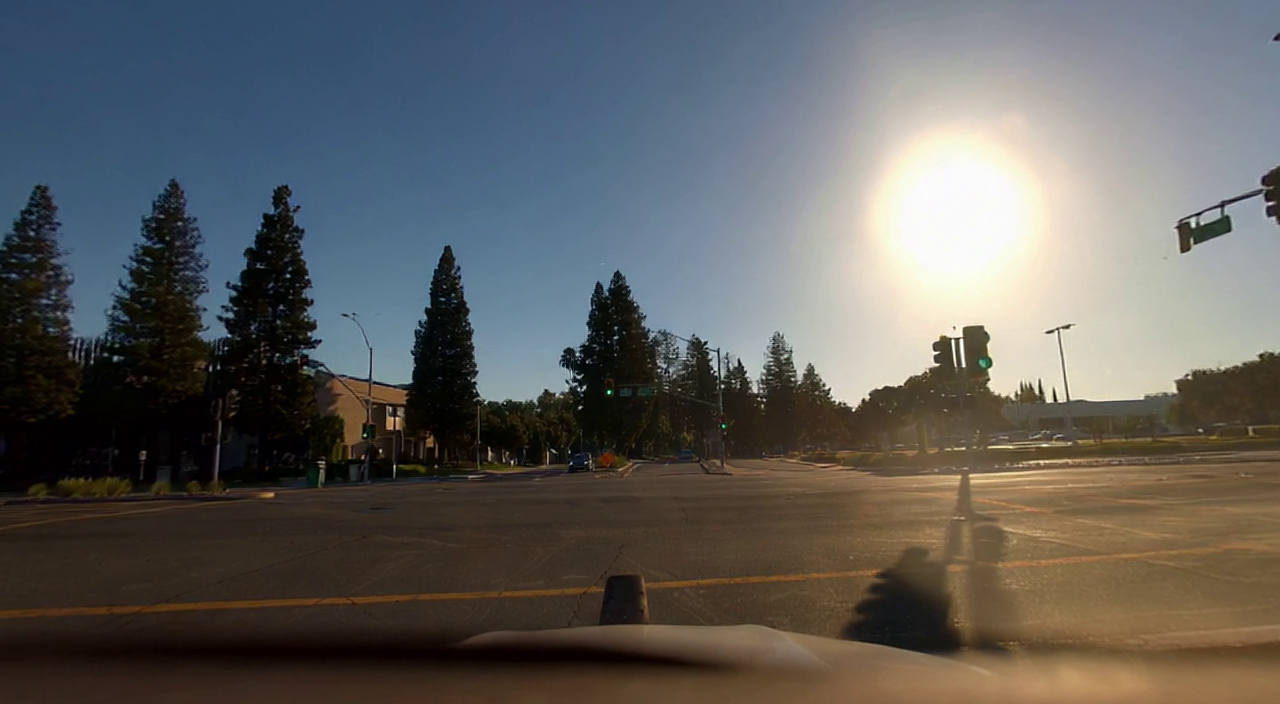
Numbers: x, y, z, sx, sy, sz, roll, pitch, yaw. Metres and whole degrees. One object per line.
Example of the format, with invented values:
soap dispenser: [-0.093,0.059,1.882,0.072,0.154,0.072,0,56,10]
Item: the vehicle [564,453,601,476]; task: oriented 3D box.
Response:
vehicle: [-4.457,8.849,49.831,2.030,1.704,4.205,-1,-8,7]
